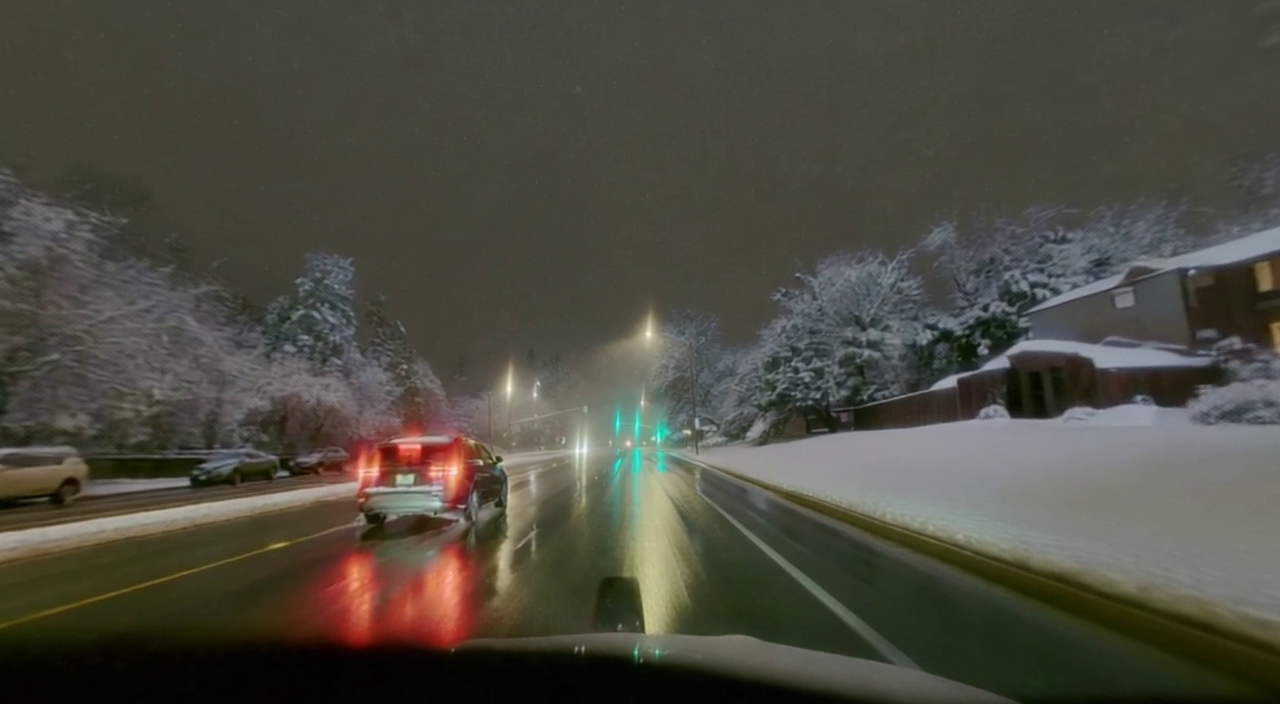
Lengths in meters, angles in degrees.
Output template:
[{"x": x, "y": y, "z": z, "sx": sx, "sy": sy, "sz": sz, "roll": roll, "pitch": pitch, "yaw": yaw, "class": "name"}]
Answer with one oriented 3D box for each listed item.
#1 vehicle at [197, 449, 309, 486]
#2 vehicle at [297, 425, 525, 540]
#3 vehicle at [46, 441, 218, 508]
[{"x": -17.596, "y": 5.248, "z": 29.060, "sx": 2.101, "sy": 1.503, "sz": 4.778, "roll": 0, "pitch": -8, "yaw": 0, "class": "vehicle"}, {"x": -3.435, "y": 2.058, "z": 10.725, "sx": 2.020, "sy": 1.478, "sz": 4.890, "roll": 0, "pitch": -8, "yaw": 0, "class": "vehicle"}, {"x": -17.621, "y": 4.191, "z": 22.329, "sx": 2.196, "sy": 1.760, "sz": 4.871, "roll": -4, "pitch": -6, "yaw": -1, "class": "vehicle"}]
